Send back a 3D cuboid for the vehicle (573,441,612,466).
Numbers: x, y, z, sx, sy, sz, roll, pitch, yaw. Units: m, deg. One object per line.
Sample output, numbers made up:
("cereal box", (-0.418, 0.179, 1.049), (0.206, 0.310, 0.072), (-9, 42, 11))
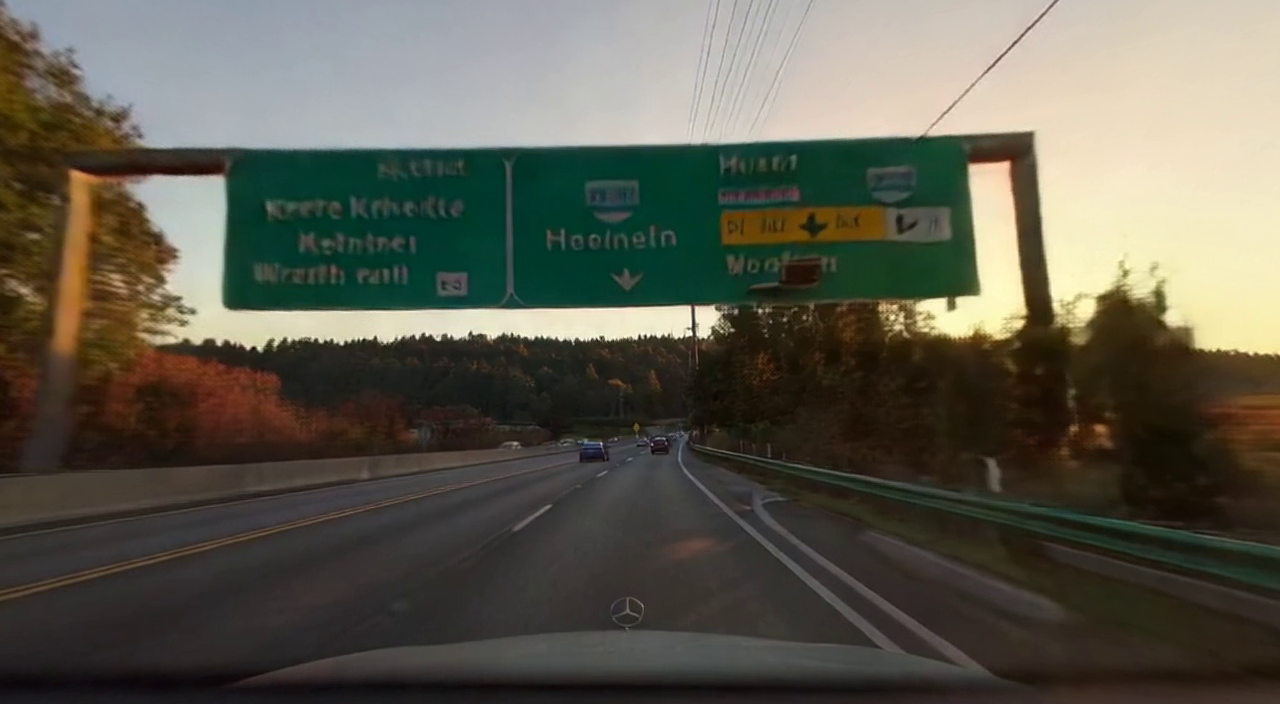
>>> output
("vehicle", (-2.939, 6.388, 39.828), (2.021, 1.515, 4.453), (0, -8, 2))
